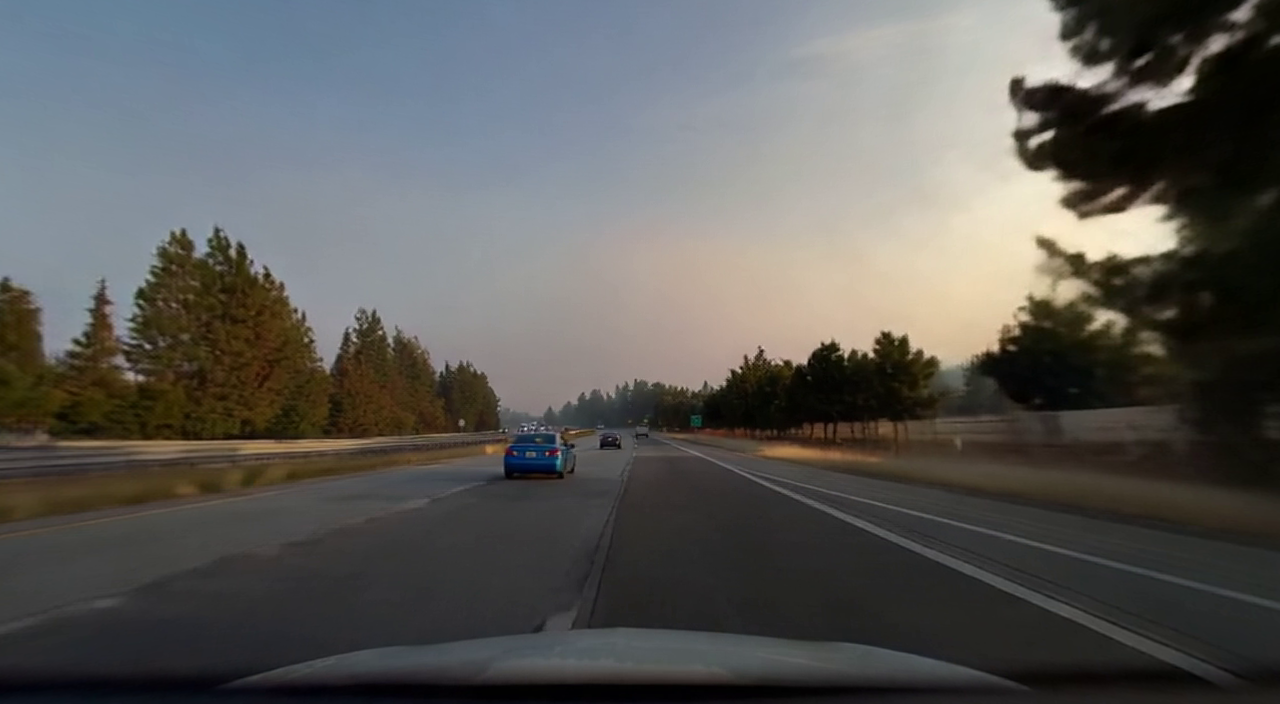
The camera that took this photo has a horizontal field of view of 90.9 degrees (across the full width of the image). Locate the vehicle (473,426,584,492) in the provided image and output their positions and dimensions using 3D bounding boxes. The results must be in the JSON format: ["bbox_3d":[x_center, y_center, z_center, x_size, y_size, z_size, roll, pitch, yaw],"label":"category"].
[{"bbox_3d":[-2.659,2.650,16.039,1.977,1.443,4.225,0,-8,1],"label":"vehicle"}]
